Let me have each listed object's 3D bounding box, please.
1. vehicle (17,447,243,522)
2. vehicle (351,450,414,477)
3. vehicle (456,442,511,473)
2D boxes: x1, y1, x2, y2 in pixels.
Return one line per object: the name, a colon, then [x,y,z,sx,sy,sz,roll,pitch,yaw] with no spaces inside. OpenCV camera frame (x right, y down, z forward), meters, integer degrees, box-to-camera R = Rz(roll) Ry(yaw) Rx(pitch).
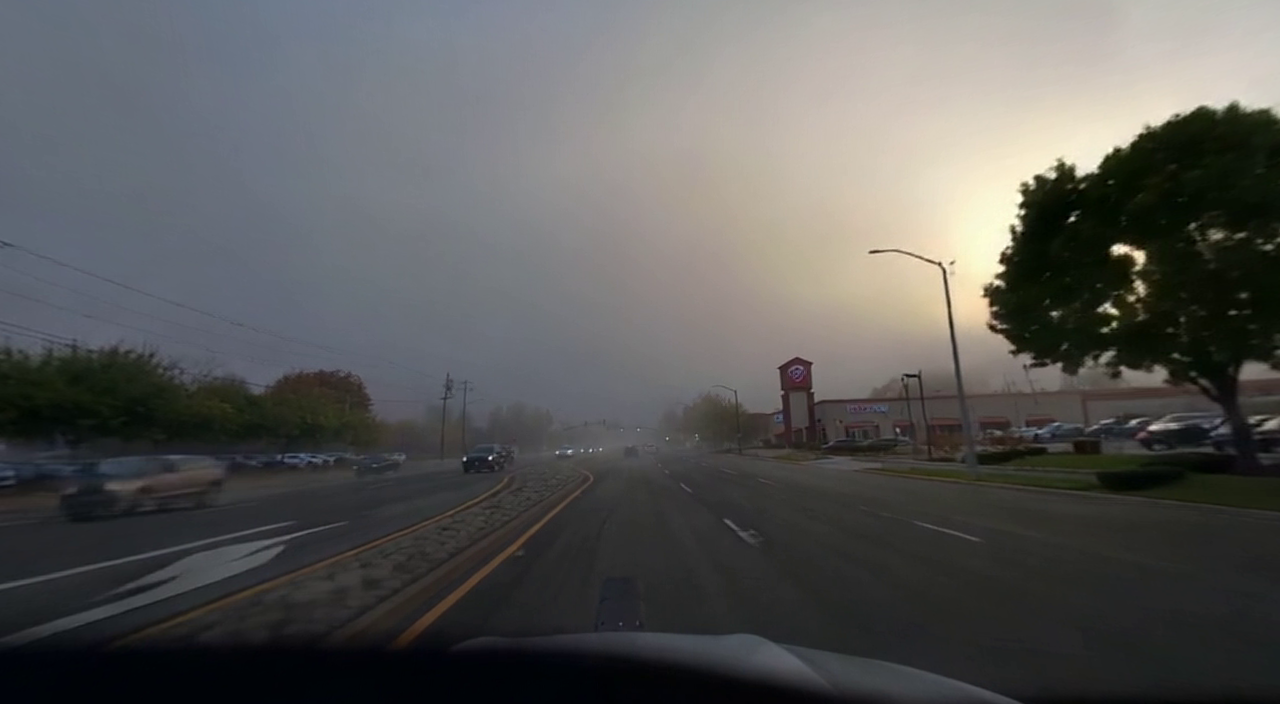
vehicle: [-11.848,3.051,15.171,1.866,1.518,4.240,0,-9,0]
vehicle: [-15.220,6.584,37.632,1.844,1.472,4.429,0,-9,0]
vehicle: [-8.947,6.070,36.490,2.043,1.651,4.441,0,-9,0]
